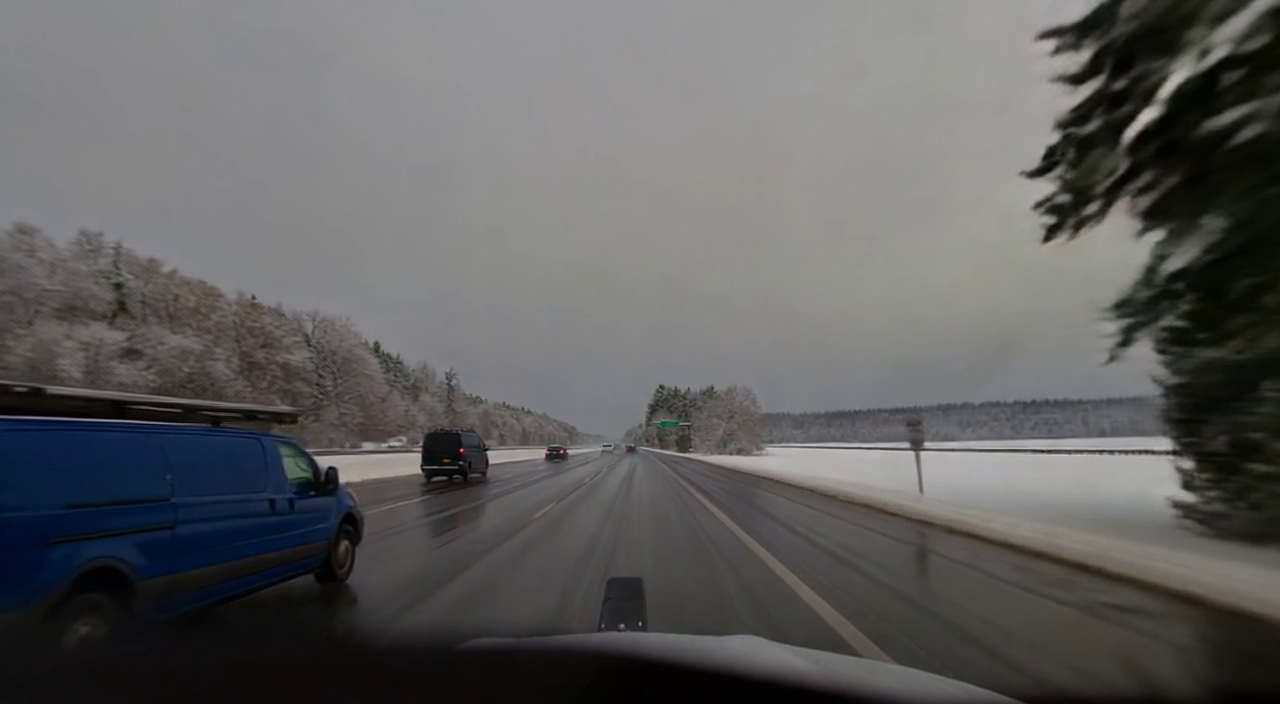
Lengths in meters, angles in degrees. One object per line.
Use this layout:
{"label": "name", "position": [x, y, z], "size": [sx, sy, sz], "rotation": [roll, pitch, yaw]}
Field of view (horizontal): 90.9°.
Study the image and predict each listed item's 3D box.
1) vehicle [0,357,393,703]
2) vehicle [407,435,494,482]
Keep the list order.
{"label": "vehicle", "position": [-3.651, 1.112, 4.179], "size": [2.040, 1.679, 4.865], "rotation": [0, -9, 0]}
{"label": "vehicle", "position": [-7.680, 4.349, 26.071], "size": [2.093, 1.752, 4.771], "rotation": [0, -9, 0]}
